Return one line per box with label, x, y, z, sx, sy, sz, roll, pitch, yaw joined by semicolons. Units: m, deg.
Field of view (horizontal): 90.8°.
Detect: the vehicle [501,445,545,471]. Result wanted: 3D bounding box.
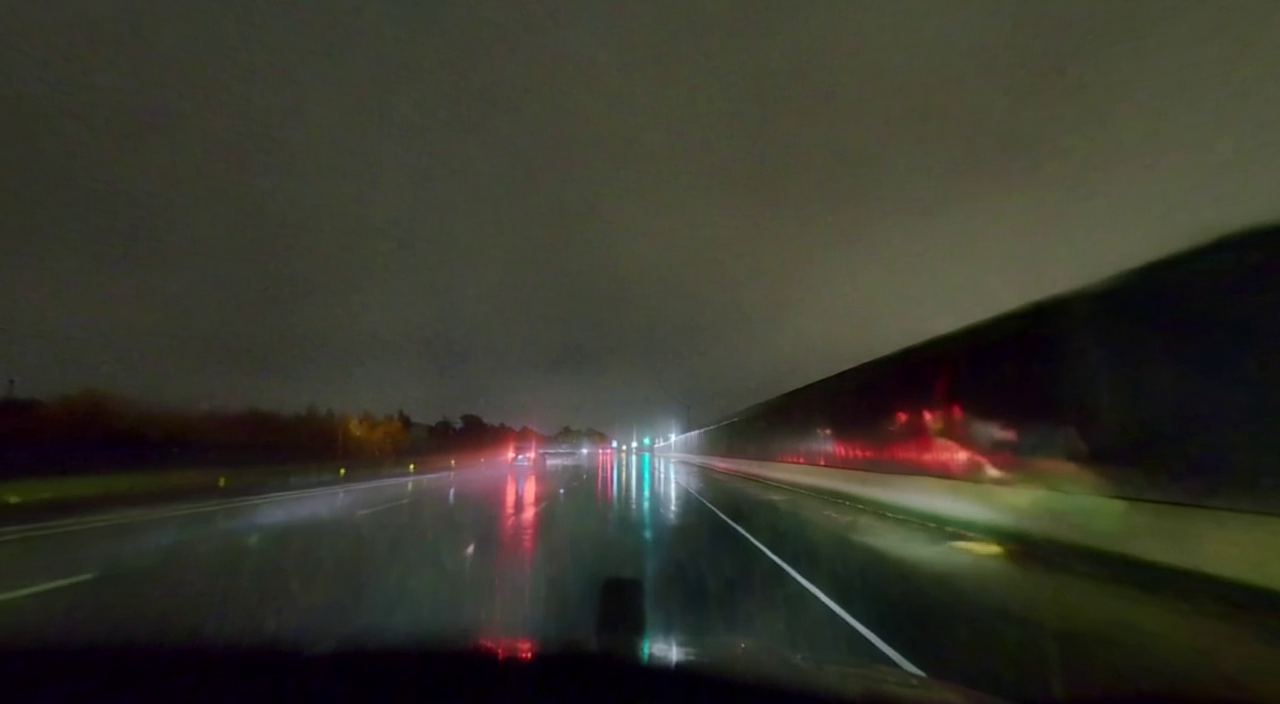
vehicle;-7.650;6.968;41.603;2.098;1.606;4.227;0;-9;0
